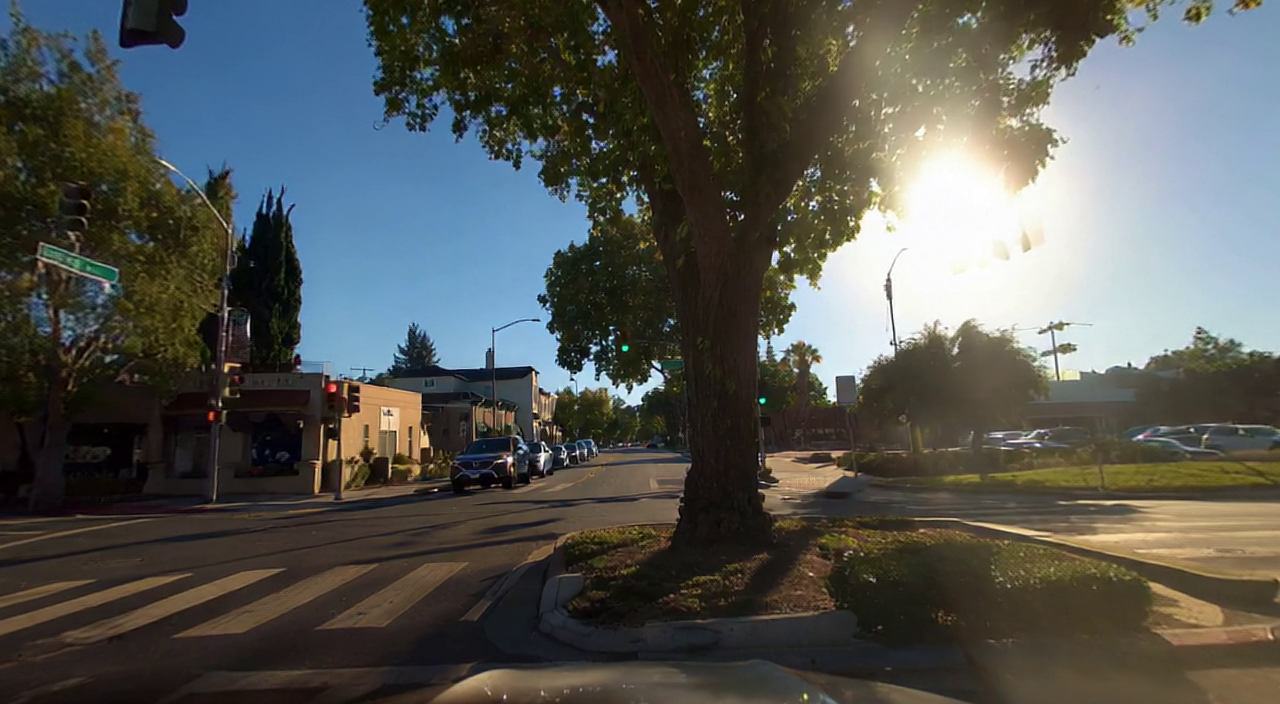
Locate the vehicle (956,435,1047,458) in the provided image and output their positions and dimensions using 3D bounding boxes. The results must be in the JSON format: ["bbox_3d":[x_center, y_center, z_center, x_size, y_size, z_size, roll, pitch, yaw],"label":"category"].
[{"bbox_3d":[25.003,6.548,43.839,5.172,1.515,1.851,0,-9,-2],"label":"vehicle"}]

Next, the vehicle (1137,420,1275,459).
[{"bbox_3d":[33.270,5.165,37.249,5.969,2.149,2.331,0,-9,-3],"label":"vehicle"}]

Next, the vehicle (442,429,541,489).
[{"bbox_3d":[-6.512,4.827,28.933,2.896,2.339,7.322,0,-9,-1],"label":"vehicle"}]

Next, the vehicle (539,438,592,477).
[{"bbox_3d":[-3.655,5.283,31.913,2.120,1.783,4.788,0,-9,0],"label":"vehicle"}]
